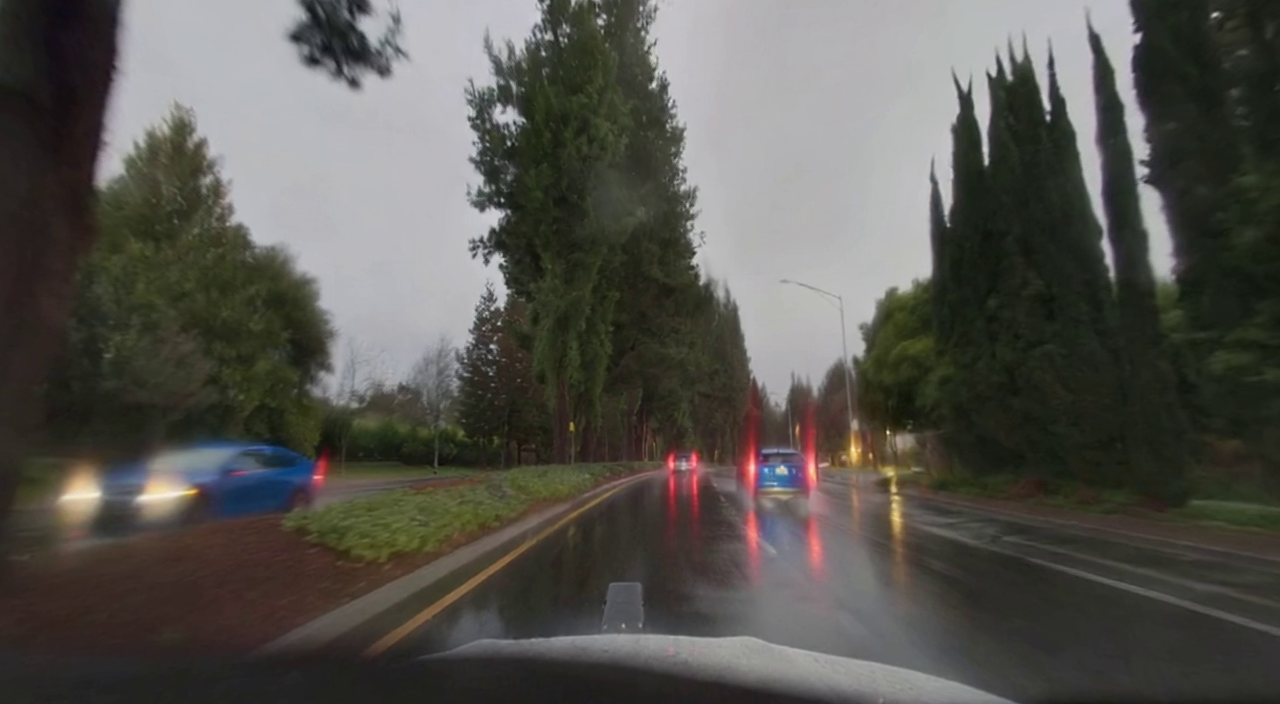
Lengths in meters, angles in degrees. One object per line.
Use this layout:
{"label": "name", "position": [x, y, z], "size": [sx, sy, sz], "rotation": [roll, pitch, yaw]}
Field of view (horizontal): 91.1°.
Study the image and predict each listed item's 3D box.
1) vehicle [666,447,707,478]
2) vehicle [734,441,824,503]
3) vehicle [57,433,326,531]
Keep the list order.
{"label": "vehicle", "position": [3.028, 7.007, 40.137], "size": [2.251, 1.822, 4.391], "rotation": [-1, -9, 9]}
{"label": "vehicle", "position": [4.136, 3.607, 19.402], "size": [1.971, 1.663, 4.287], "rotation": [0, -9, 3]}
{"label": "vehicle", "position": [-8.709, 2.524, 12.883], "size": [2.064, 1.628, 4.524], "rotation": [0, -8, 2]}
